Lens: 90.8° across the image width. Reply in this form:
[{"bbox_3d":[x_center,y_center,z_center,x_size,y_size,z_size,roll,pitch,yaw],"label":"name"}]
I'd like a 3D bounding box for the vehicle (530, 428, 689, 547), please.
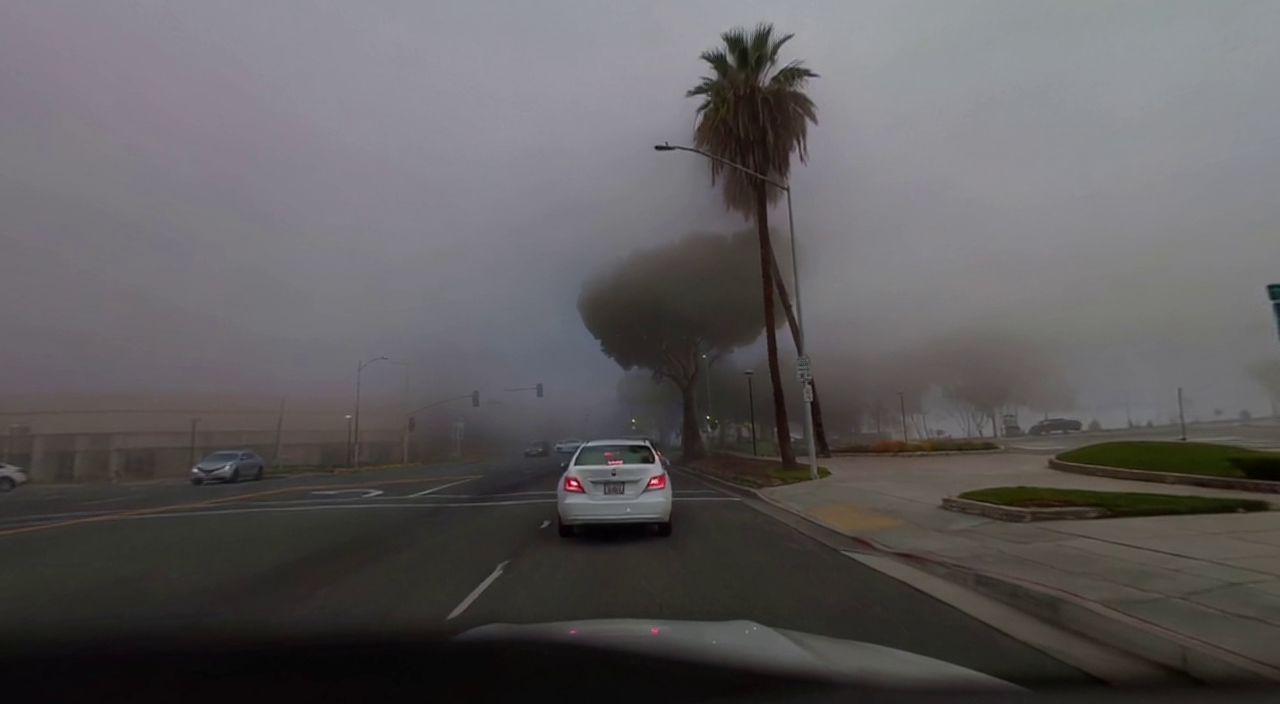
[{"bbox_3d":[-0.427,2.060,10.191,2.060,1.526,3.859,0,-9,-1],"label":"vehicle"}]

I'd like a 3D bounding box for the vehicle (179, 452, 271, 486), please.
[{"bbox_3d":[-23.188,6.511,35.564,1.990,1.752,4.673,0,-9,-1],"label":"vehicle"}]
